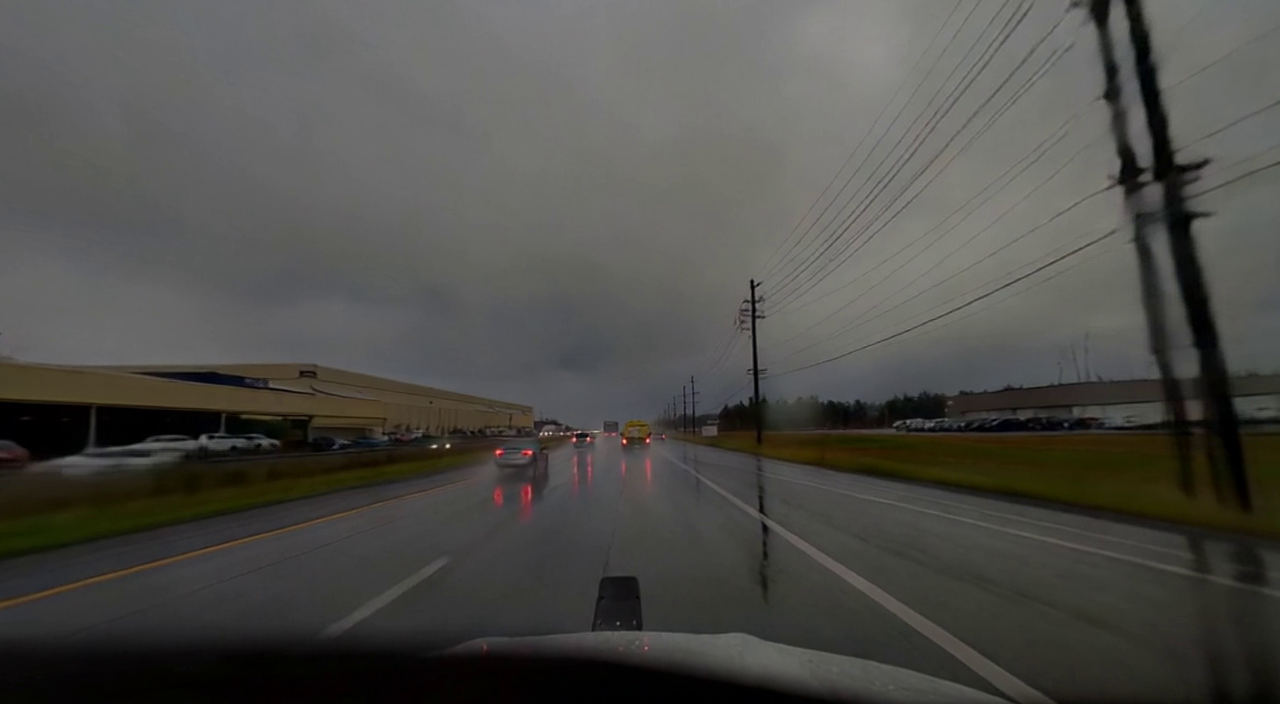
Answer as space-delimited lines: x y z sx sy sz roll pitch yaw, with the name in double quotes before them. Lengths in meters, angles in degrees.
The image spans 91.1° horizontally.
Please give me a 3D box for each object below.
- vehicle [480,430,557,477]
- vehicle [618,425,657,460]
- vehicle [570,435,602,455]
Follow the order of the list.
"vehicle" -4.419 3.742 23.504 2.058 1.557 4.125 0 -8 0
"vehicle" -0.177 5.477 38.139 2.213 1.997 4.456 0 -8 -1
"vehicle" -4.135 7.221 48.873 2.087 1.464 4.853 0 -8 -1
